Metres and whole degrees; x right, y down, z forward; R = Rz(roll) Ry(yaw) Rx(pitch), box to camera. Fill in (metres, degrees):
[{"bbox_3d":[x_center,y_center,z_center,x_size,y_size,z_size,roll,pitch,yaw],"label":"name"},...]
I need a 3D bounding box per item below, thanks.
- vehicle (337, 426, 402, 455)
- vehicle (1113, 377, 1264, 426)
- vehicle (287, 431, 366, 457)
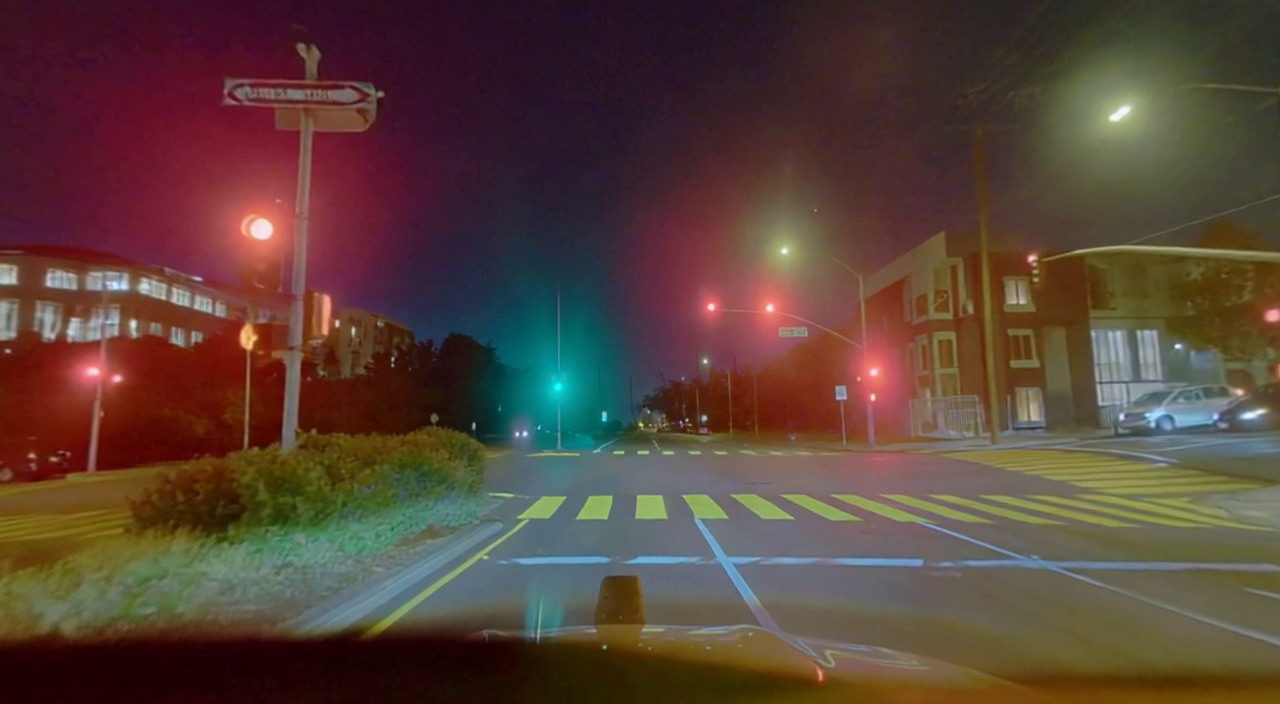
[{"bbox_3d":[-18.383,6.075,43.241,2.225,1.871,5.189,0,-9,0],"label":"vehicle"},{"bbox_3d":[22.280,1.990,25.774,4.531,1.753,1.964,-2,-2,-5],"label":"vehicle"},{"bbox_3d":[-18.165,5.388,36.900,1.939,1.430,5.533,0,-9,-2],"label":"vehicle"}]
